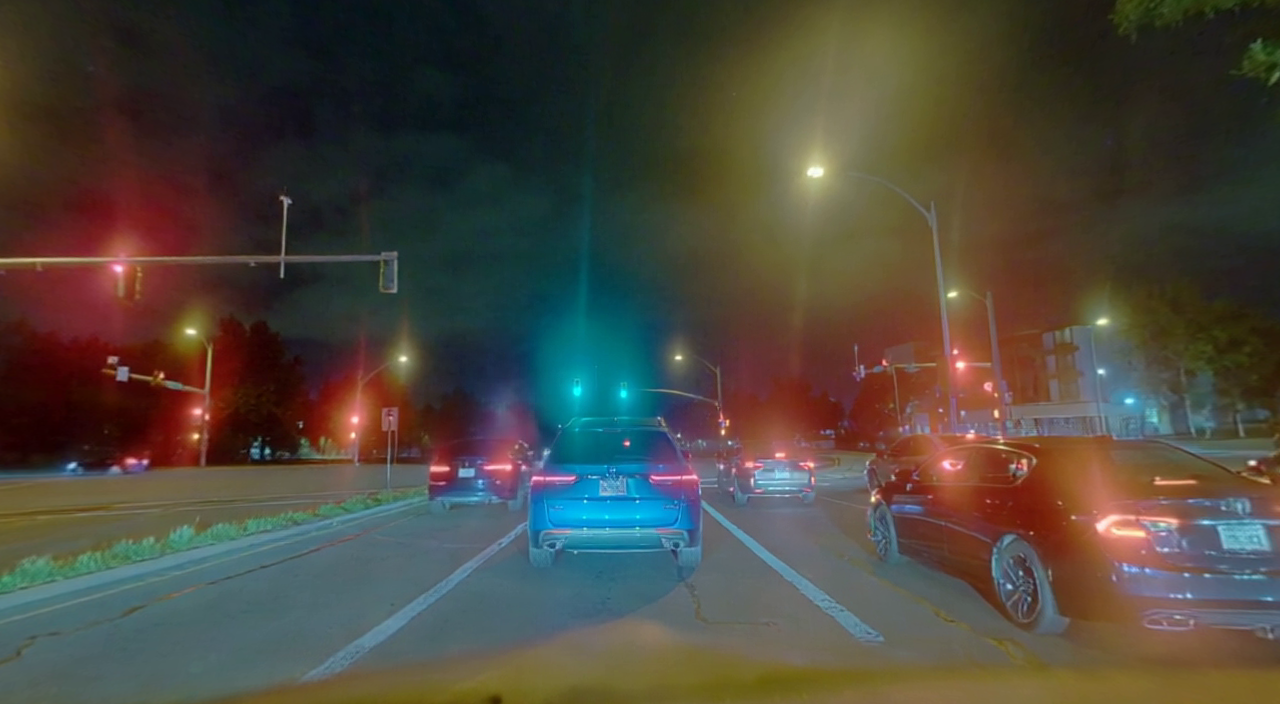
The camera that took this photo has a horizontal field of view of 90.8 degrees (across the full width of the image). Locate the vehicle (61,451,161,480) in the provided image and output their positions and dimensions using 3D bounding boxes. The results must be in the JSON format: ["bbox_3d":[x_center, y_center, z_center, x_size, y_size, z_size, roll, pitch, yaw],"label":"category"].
[{"bbox_3d":[-35.112,7.518,42.056,4.446,1.821,2.276,1,-8,-5],"label":"vehicle"}]

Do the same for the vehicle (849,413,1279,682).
[{"bbox_3d":[3.601,1.395,5.690,1.861,1.478,4.185,0,-8,-2],"label":"vehicle"}]

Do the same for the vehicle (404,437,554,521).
[{"bbox_3d":[-3.209,2.619,13.620,2.077,1.493,4.281,0,-9,0],"label":"vehicle"}]

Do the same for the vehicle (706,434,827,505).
[{"bbox_3d":[2.966,2.857,15.774,1.950,1.506,4.086,0,-8,-3],"label":"vehicle"}]

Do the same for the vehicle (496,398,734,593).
[{"bbox_3d":[-0.277,1.558,7.630,2.101,1.707,3.904,0,-8,-2],"label":"vehicle"}]
